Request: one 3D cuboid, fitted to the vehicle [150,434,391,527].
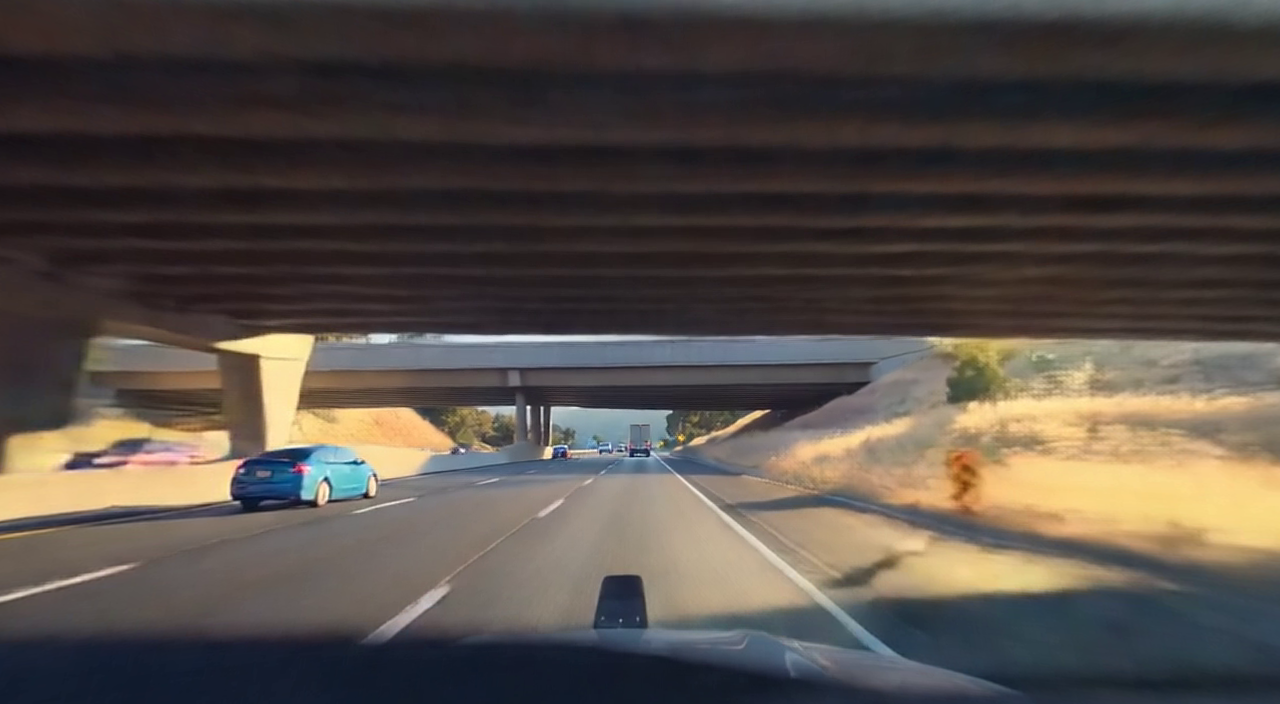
[{"bbox_3d":[-7.075,2.484,12.836,2.096,1.541,4.610,0,-8,0],"label":"vehicle"}]
